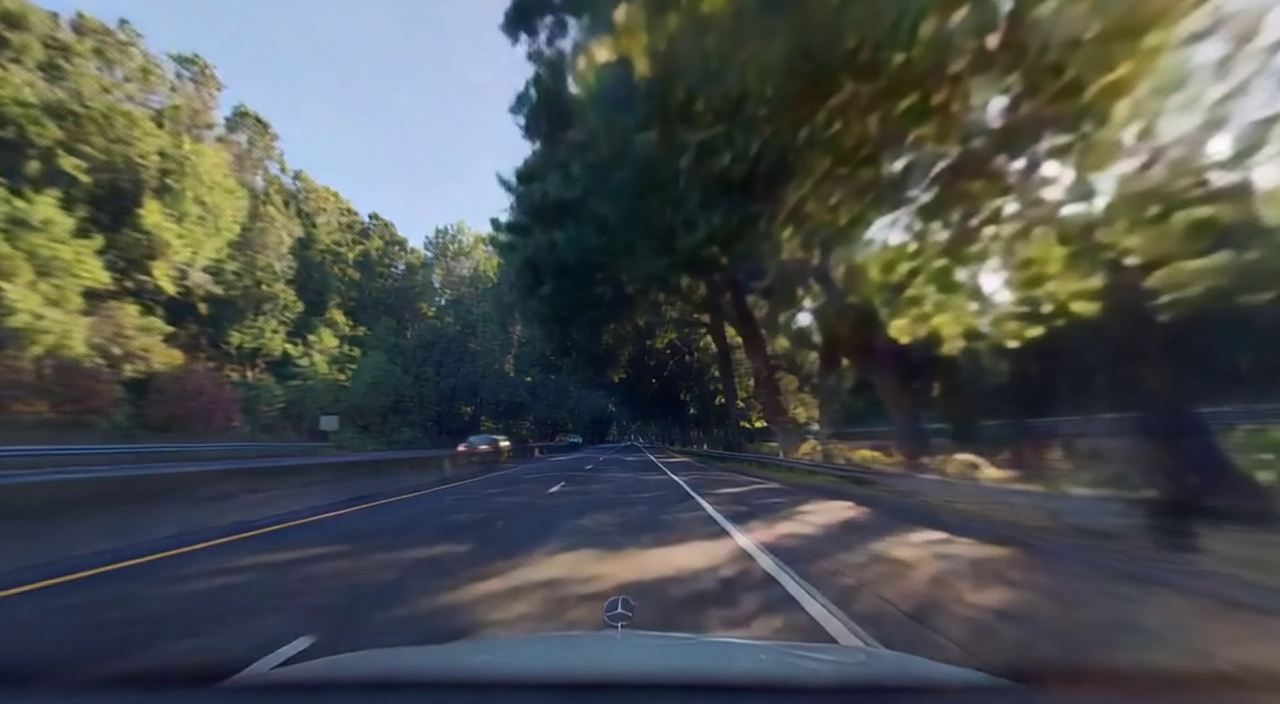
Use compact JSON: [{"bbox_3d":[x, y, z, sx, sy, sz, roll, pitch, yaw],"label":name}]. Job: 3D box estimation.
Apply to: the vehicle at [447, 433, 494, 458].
[{"bbox_3d":[-11.421,6.306,42.609,1.983,1.598,4.547,0,-8,-1],"label":"vehicle"}]
